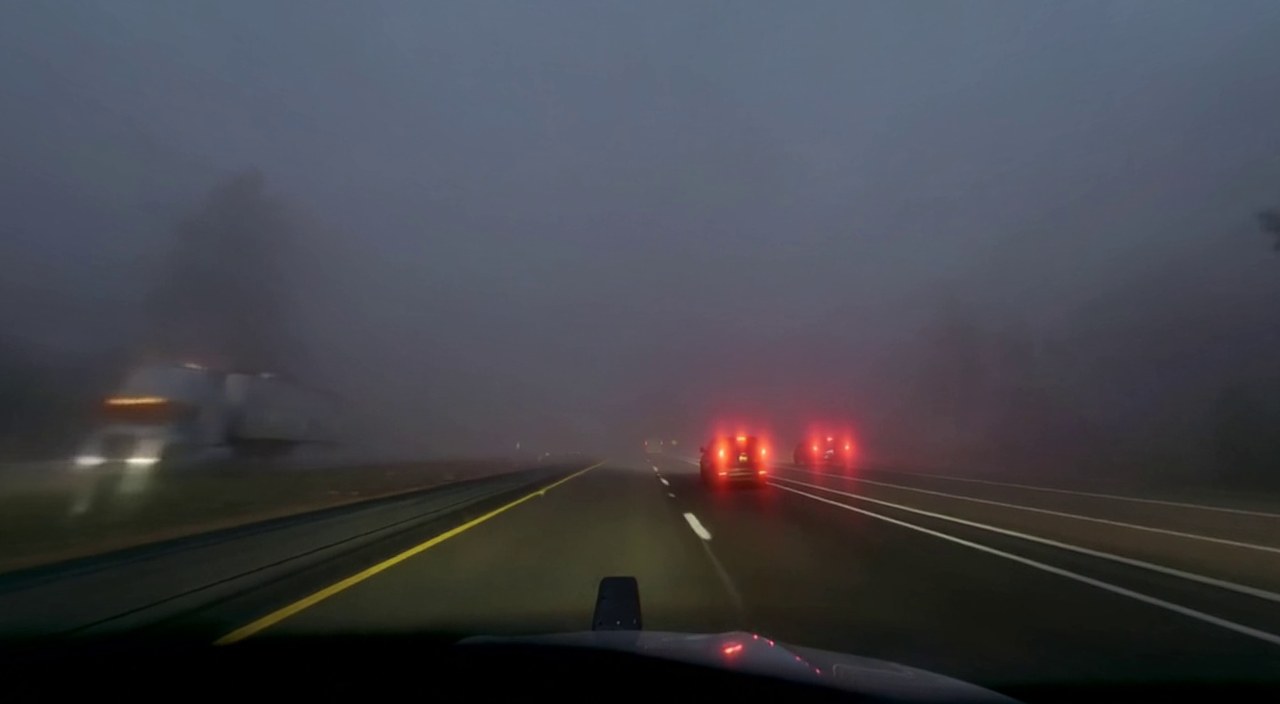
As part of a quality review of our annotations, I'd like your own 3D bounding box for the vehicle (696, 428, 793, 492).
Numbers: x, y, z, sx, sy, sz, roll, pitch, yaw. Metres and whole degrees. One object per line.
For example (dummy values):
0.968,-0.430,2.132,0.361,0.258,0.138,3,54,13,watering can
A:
3.152,3.408,20.283,2.141,1.785,4.778,0,-8,-2,vehicle
